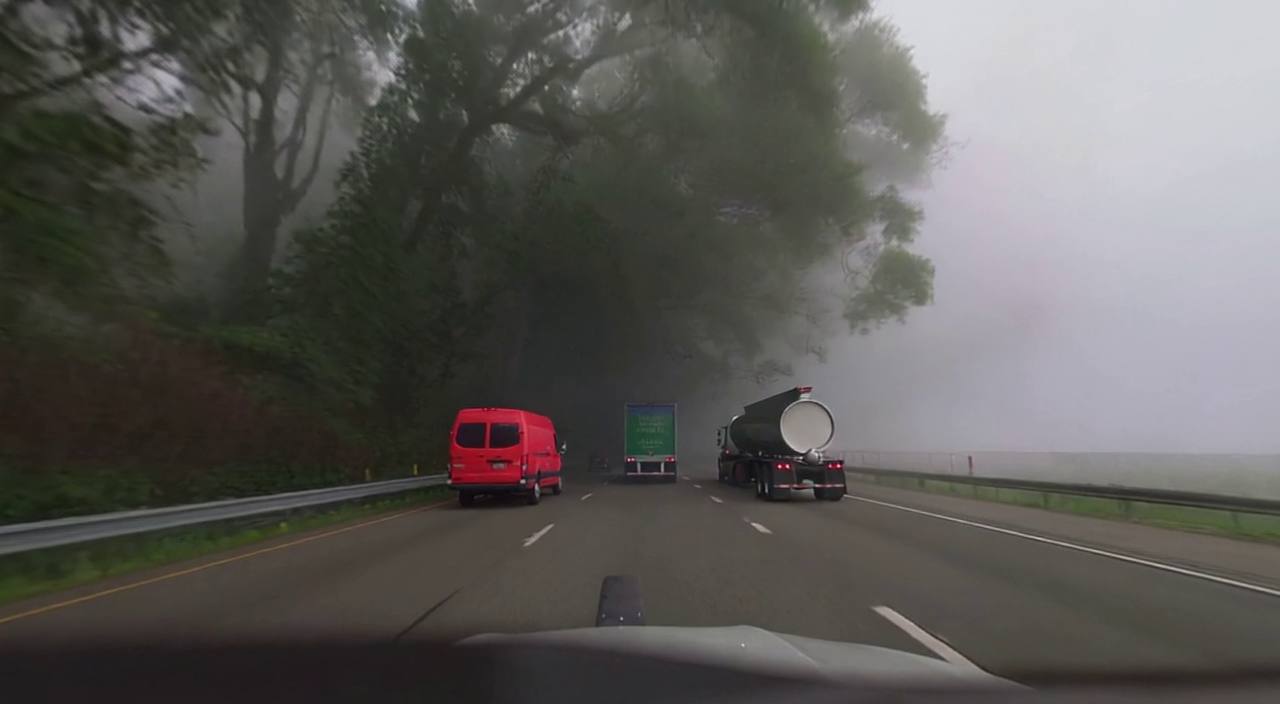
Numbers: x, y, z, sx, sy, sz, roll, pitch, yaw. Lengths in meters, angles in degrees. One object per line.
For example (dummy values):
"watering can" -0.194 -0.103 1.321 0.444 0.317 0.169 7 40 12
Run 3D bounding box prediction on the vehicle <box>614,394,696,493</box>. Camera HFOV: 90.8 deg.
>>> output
"vehicle" 0.332 3.983 26.869 2.773 3.455 9.118 0 -9 -3

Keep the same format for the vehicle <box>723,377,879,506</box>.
"vehicle" 5.150 3.321 23.023 2.706 3.500 11.483 0 -9 0

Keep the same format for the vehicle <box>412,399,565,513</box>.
"vehicle" -3.831 2.874 17.637 2.525 2.572 6.260 0 -9 2

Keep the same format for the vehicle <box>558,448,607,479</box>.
"vehicle" -3.194 6.308 35.918 2.134 1.652 4.439 -1 -9 3
